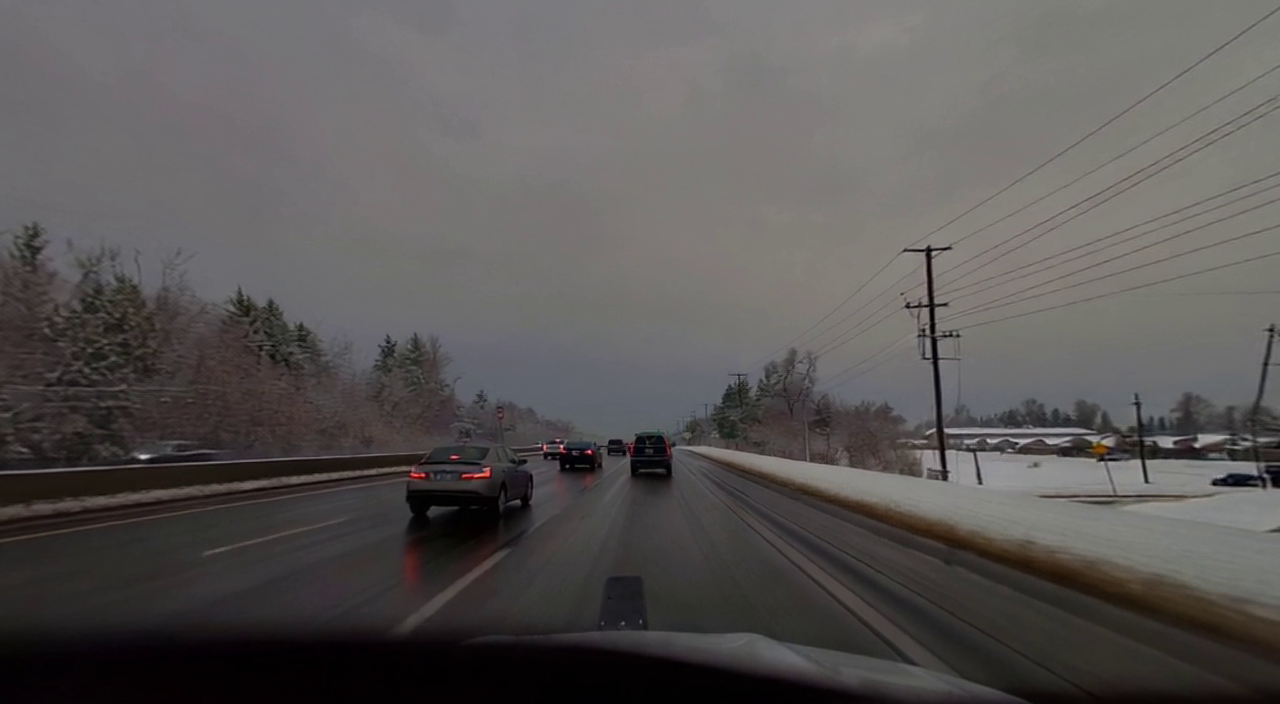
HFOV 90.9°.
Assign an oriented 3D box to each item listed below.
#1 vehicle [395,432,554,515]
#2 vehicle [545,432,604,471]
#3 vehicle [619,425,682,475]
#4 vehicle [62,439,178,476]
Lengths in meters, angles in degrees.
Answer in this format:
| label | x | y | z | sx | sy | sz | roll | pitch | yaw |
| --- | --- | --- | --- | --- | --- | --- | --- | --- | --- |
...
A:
| label | x | y | z | sx | sy | sz | roll | pitch | yaw |
| --- | --- | --- | --- | --- | --- | --- | --- | --- | --- |
| vehicle | -3.261 | 2.501 | 13.524 | 2.092 | 1.464 | 4.466 | 0 | -8 | 2 |
| vehicle | -2.959 | 4.658 | 29.711 | 2.051 | 1.695 | 4.731 | -1 | -8 | 3 |
| vehicle | 0.442 | 3.954 | 25.547 | 2.319 | 1.813 | 4.274 | 0 | -8 | 1 |
| vehicle | -24.133 | 4.902 | 29.474 | 1.908 | 1.571 | 3.968 | 0 | -8 | 2 |
